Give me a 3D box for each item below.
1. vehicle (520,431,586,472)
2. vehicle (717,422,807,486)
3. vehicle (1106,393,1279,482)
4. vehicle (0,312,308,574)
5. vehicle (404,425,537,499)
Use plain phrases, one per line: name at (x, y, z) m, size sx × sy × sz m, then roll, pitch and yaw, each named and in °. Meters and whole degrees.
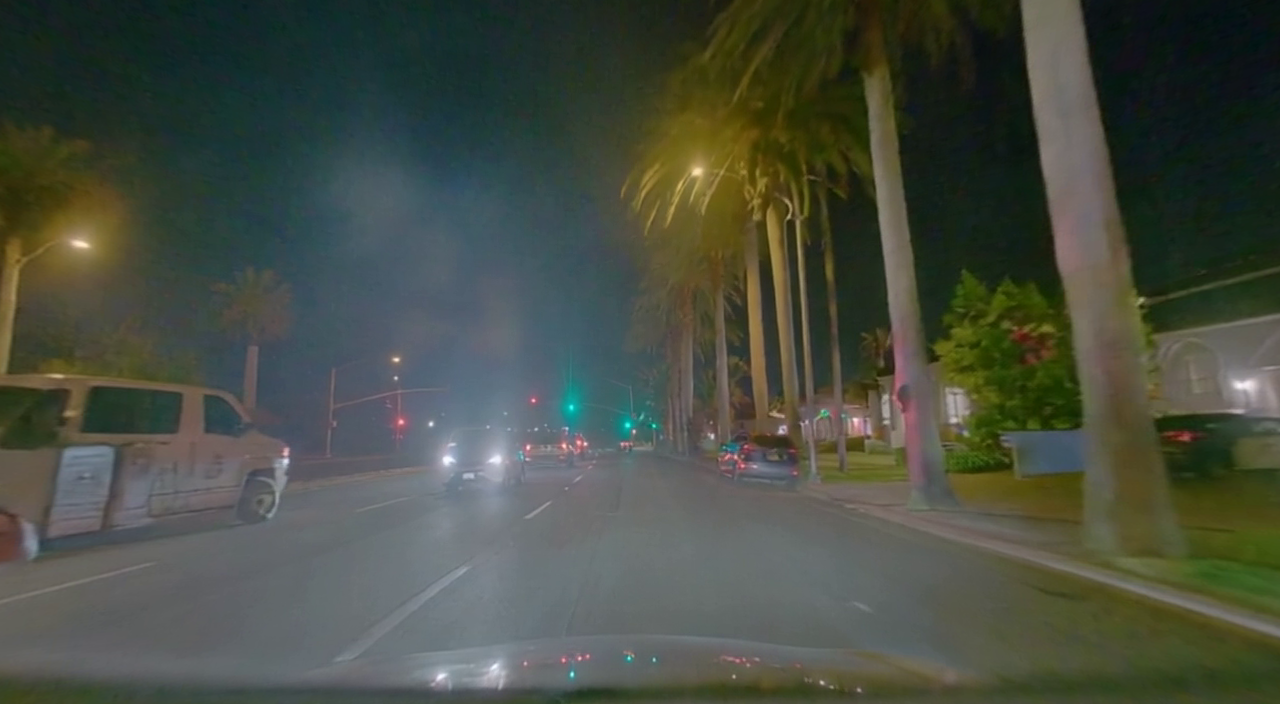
vehicle at (-3.686, 4.331, 27.667) m, size 2.181 × 1.636 × 4.504 m, roll -1°, pitch -8°, yaw 1°
vehicle at (3.621, 3.107, 19.525) m, size 1.801 × 1.746 × 4.325 m, roll 0°, pitch -8°, yaw -2°
vehicle at (15.009, 2.179, 16.219) m, size 4.864 × 2.000 × 2.353 m, roll 2°, pitch -8°, yaw -20°
vehicle at (-6.963, 1.141, 7.936) m, size 2.155 × 2.399 × 6.101 m, roll -1°, pitch -8°, yaw 1°
vehicle at (-4.003, 2.671, 15.737) m, size 2.051 × 1.572 × 4.207 m, roll -1°, pitch -8°, yaw 2°
